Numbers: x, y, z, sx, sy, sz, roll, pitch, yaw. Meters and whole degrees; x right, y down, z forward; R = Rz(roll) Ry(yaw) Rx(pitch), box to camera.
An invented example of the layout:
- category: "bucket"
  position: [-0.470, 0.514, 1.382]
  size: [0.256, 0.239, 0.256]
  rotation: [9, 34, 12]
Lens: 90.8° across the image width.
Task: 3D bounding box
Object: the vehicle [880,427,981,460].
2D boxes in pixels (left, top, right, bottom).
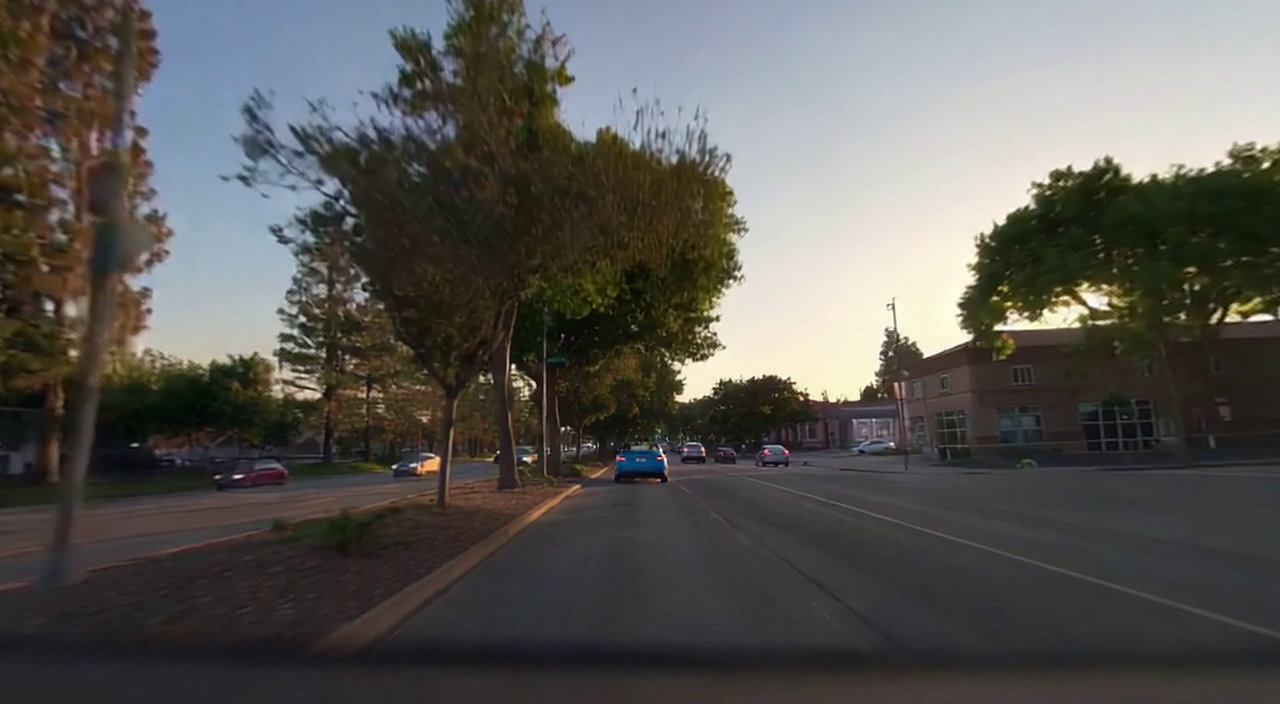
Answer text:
- category: "vehicle"
  position: [19.644, 6.215, 42.992]
  size: [5.677, 2.171, 2.393]
  rotation: [0, -8, 4]

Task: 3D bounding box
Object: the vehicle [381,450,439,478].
- category: "vehicle"
  position: [-13.858, 6.751, 38.347]
  size: [1.936, 1.479, 4.510]
  rotation: [0, -8, -1]

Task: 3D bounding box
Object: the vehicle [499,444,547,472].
- category: "vehicle"
  position: [-7.411, 6.736, 40.425]
  size: [2.078, 1.694, 4.611]
  rotation: [0, -8, 2]

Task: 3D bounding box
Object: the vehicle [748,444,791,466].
- category: "vehicle"
  position: [9.090, 7.284, 44.786]
  size: [2.045, 1.484, 4.342]
  rotation: [0, -8, -1]

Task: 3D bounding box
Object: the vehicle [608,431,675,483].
- category: "vehicle"
  position: [0.015, 3.883, 23.624]
  size: [2.266, 1.762, 4.131]
  rotation: [0, -8, -1]

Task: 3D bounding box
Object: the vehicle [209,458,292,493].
- category: "vehicle"
  position: [-19.999, 6.335, 32.648]
  size: [1.811, 1.555, 3.815]
  rotation: [0, -8, 0]
